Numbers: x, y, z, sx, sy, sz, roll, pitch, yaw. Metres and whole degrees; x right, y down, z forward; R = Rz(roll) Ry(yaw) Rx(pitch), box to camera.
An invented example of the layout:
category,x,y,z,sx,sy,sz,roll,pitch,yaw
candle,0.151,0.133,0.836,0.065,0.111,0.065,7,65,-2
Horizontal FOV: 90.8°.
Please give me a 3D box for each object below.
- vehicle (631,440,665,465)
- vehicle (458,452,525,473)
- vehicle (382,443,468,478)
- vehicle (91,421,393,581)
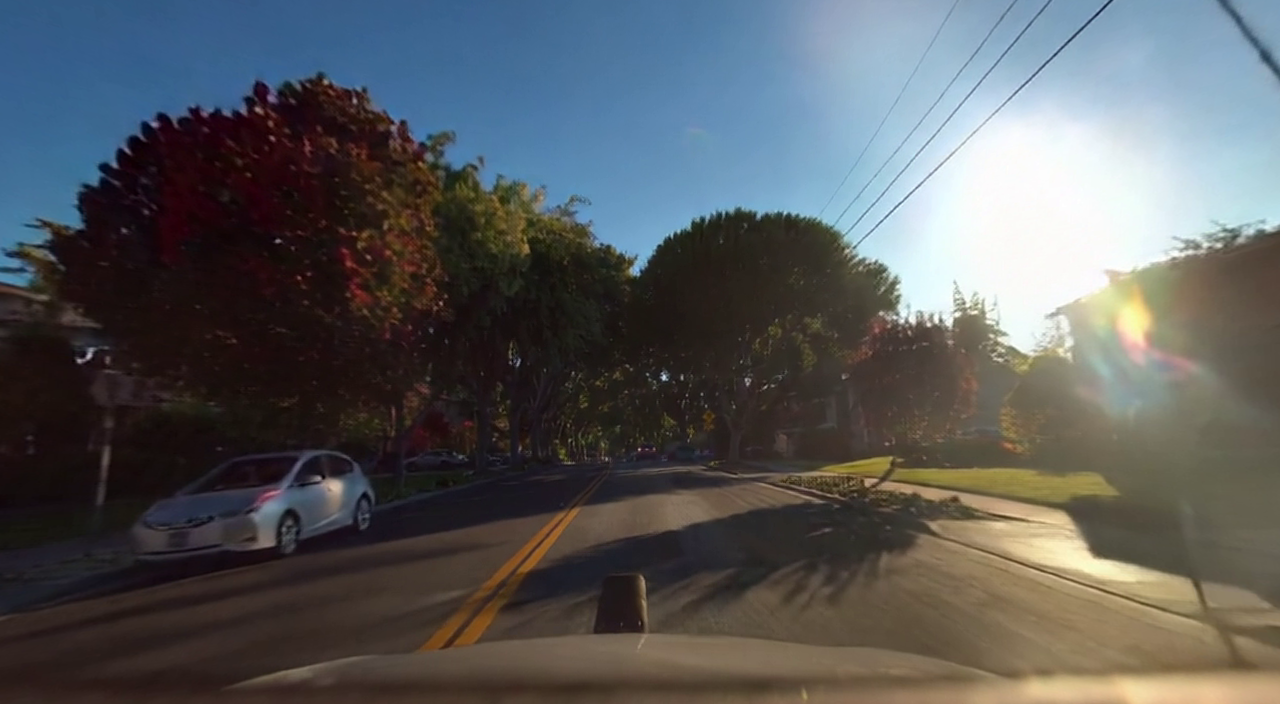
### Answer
category,x,y,z,sx,sy,sz,roll,pitch,yaw
vehicle,0.464,6.336,40.099,2.022,1.481,4.050,0,-8,-1
vehicle,-11.624,8.669,49.640,4.676,1.484,2.068,-2,-8,14
vehicle,-16.290,8.208,48.026,5.586,2.532,2.444,-2,-8,10
vehicle,-5.767,2.216,10.017,2.027,1.803,4.306,-4,-10,-1
